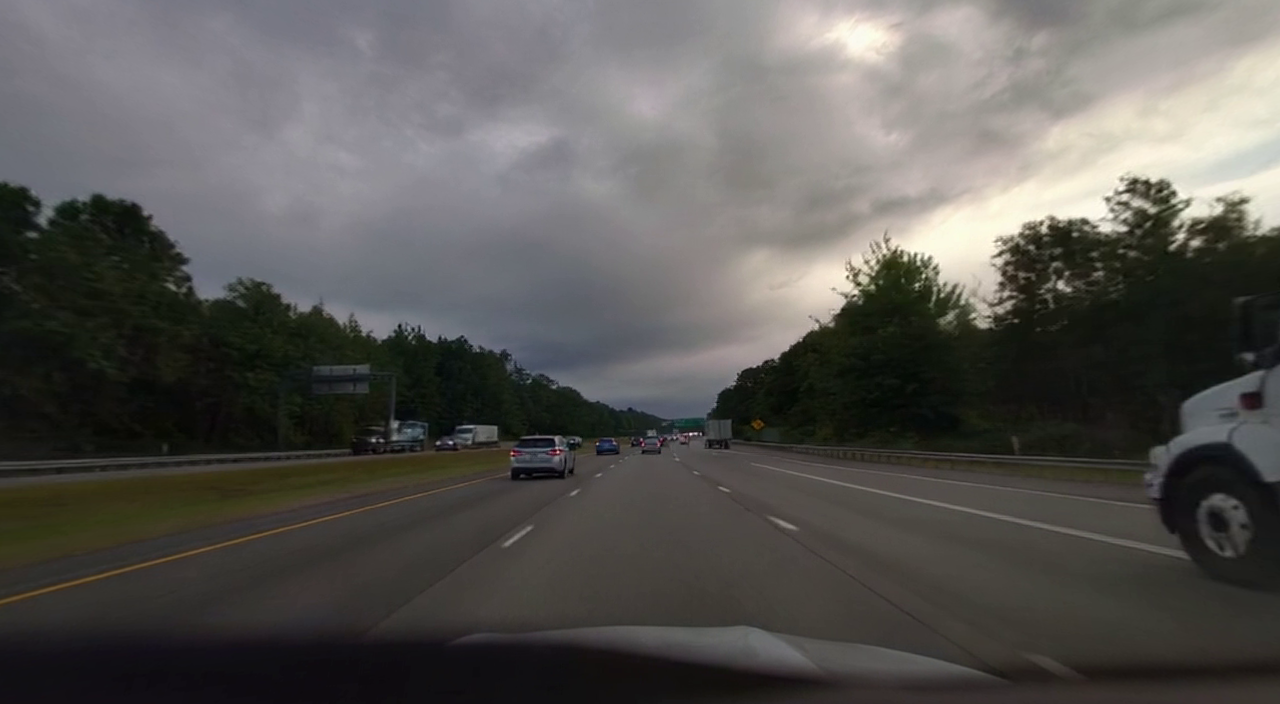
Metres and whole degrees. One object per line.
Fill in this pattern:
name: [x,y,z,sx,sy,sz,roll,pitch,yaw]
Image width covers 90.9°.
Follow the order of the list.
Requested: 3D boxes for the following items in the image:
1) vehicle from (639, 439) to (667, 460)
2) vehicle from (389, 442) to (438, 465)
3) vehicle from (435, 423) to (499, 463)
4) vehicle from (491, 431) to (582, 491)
vehicle: [0.941,7.119,46.426,2.004,1.465,3.842,0,-8,0]
vehicle: [-15.415,6.919,43.064,1.806,1.435,3.662,0,-8,2]
vehicle: [-11.370,6.044,42.082,2.357,2.442,6.242,0,-8,2]
vehicle: [-2.995,3.231,19.165,2.137,1.618,4.209,0,-8,-1]
